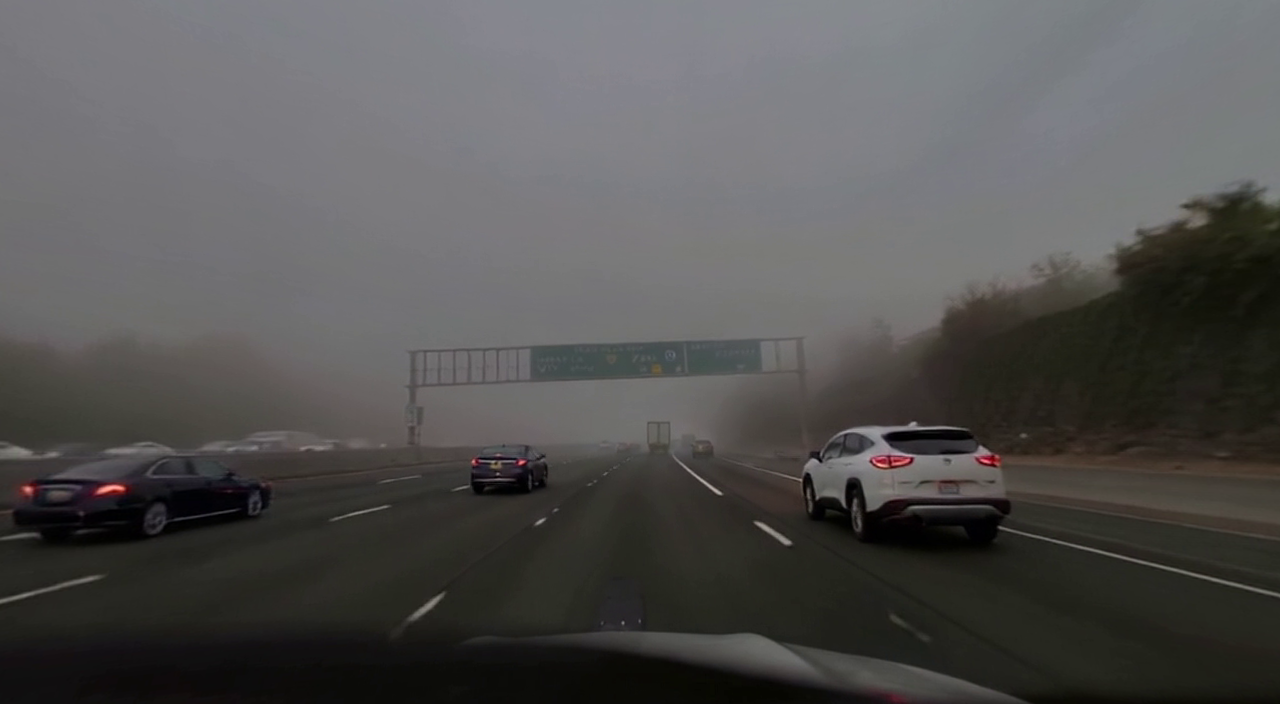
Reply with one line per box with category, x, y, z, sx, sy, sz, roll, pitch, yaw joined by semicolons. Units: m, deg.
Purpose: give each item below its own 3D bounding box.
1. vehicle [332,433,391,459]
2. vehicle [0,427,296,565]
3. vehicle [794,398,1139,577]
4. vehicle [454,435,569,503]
vehicle;-20.034;6.790;45.360;1.924;1.706;4.731;0;-8;2
vehicle;-7.055;1.866;8.934;1.909;1.482;4.140;0;-8;1
vehicle;3.723;1.645;8.459;2.108;1.709;4.703;0;-8;0
vehicle;-3.070;2.874;15.935;1.947;1.479;4.114;0;-8;2
